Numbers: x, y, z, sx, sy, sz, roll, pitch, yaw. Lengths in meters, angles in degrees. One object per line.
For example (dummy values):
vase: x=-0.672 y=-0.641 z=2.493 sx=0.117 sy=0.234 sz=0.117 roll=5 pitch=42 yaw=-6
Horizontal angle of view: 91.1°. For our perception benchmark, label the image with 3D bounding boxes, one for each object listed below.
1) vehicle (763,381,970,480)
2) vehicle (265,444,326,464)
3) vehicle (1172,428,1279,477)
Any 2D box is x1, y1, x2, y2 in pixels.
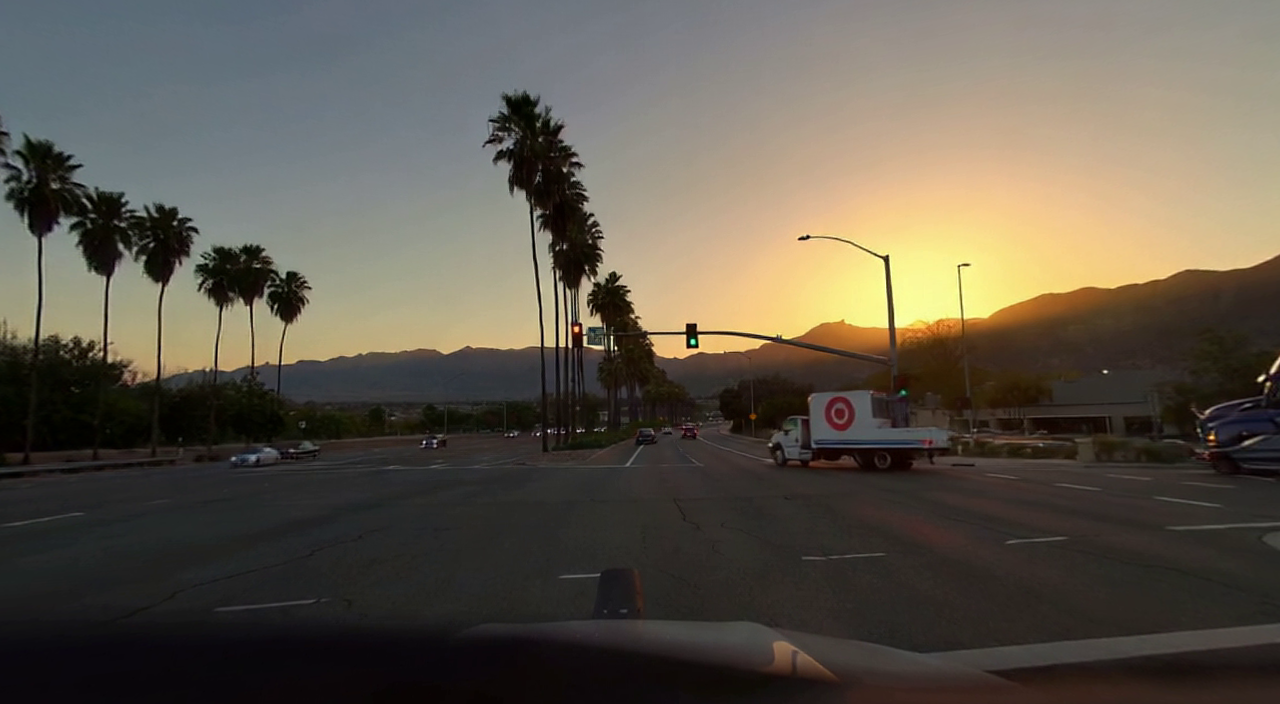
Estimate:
vehicle: x=8.932 y=3.258 z=25.526 sx=3.237 sy=3.414 sz=7.088 roll=8 pitch=-12 yaw=-43
vehicle: x=-26.172 y=7.742 z=47.934 sx=1.868 sy=1.469 sz=4.746 roll=0 pitch=-8 yaw=1
vehicle: x=20.423 y=3.219 z=20.243 sx=4.508 sy=1.493 sz=1.907 roll=-2 pitch=-9 yaw=11
